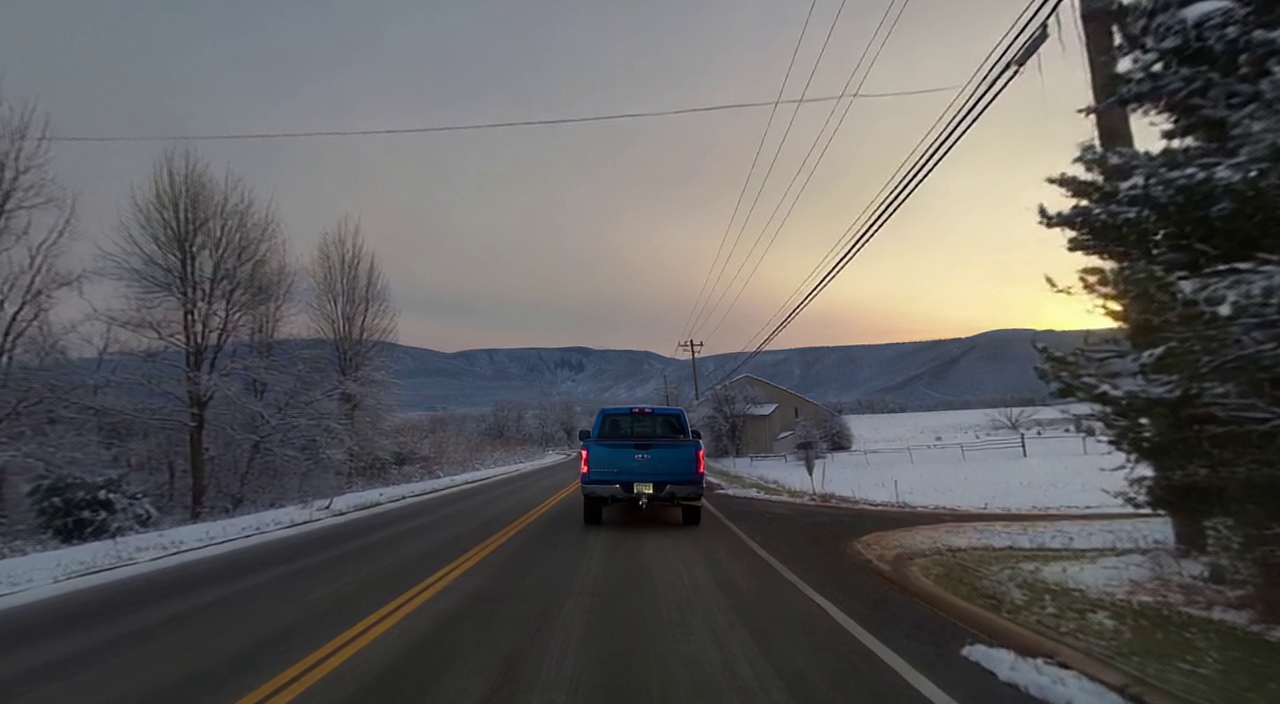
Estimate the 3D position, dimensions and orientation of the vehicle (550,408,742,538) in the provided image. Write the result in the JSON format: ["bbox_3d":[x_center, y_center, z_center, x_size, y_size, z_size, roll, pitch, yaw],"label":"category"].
[{"bbox_3d":[0.035,2.197,12.153,2.774,1.861,5.885,0,-9,-1],"label":"vehicle"}]
